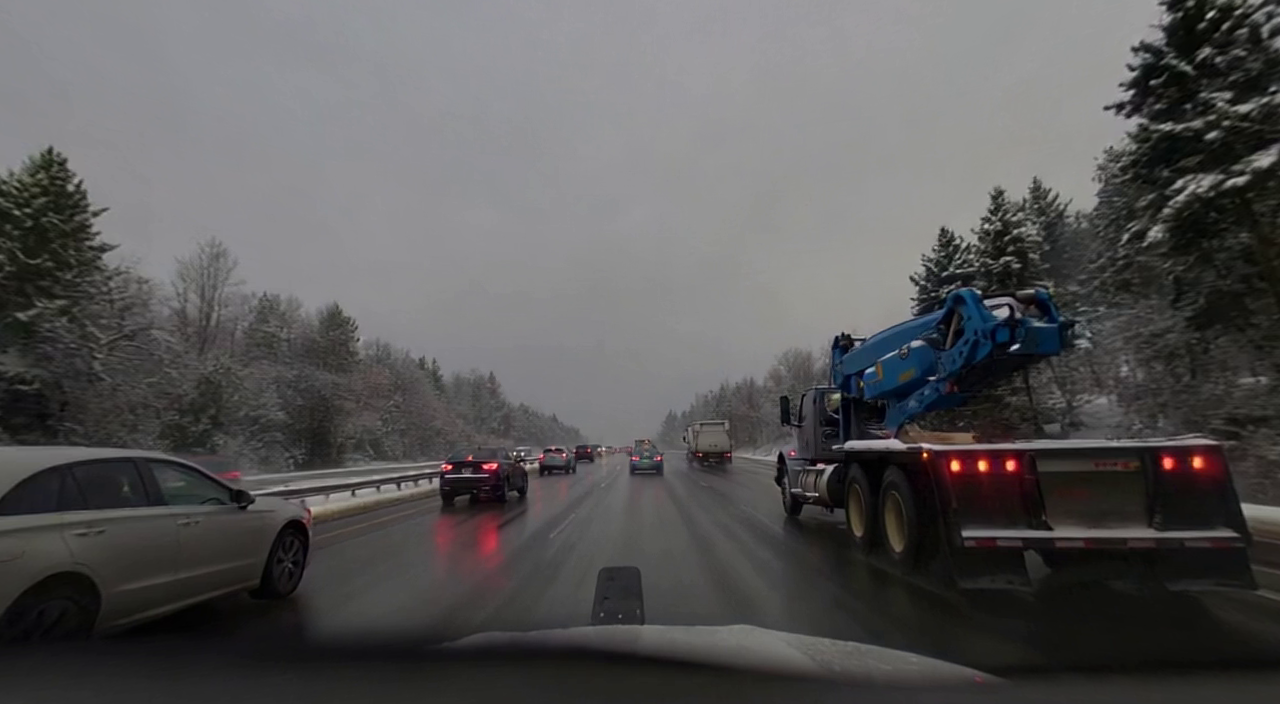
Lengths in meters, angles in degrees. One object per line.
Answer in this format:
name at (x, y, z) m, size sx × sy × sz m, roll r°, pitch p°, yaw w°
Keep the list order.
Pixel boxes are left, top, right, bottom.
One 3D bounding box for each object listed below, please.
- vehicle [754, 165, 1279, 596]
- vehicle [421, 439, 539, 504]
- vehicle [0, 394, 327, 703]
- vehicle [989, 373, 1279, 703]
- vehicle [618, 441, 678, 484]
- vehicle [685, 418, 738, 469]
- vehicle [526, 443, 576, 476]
vehicle at (3.996, 0.800, 9.437) m, size 2.975 × 3.618 × 8.456 m, roll 0°, pitch -9°, yaw 0°
vehicle at (-4.128, 3.172, 17.098) m, size 1.880 × 1.507 × 4.757 m, roll -1°, pitch -9°, yaw 1°
vehicle at (-4.153, 1.166, 4.163) m, size 1.978 × 1.556 × 4.119 m, roll 0°, pitch -9°, yaw 0°
vehicle at (4.105, 0.812, 2.094) m, size 2.599 × 1.631 × 5.693 m, roll 0°, pitch -9°, yaw 0°
vehicle at (0.262, 4.229, 24.245) m, size 2.150 × 1.498 × 3.988 m, roll 0°, pitch -9°, yaw -1°
vehicle at (4.352, 5.769, 39.325) m, size 2.416 × 2.829 × 7.016 m, roll 0°, pitch -9°, yaw -1°
vehicle at (-4.378, 5.359, 31.455) m, size 1.858 × 1.527 × 3.974 m, roll 0°, pitch -9°, yaw 1°
